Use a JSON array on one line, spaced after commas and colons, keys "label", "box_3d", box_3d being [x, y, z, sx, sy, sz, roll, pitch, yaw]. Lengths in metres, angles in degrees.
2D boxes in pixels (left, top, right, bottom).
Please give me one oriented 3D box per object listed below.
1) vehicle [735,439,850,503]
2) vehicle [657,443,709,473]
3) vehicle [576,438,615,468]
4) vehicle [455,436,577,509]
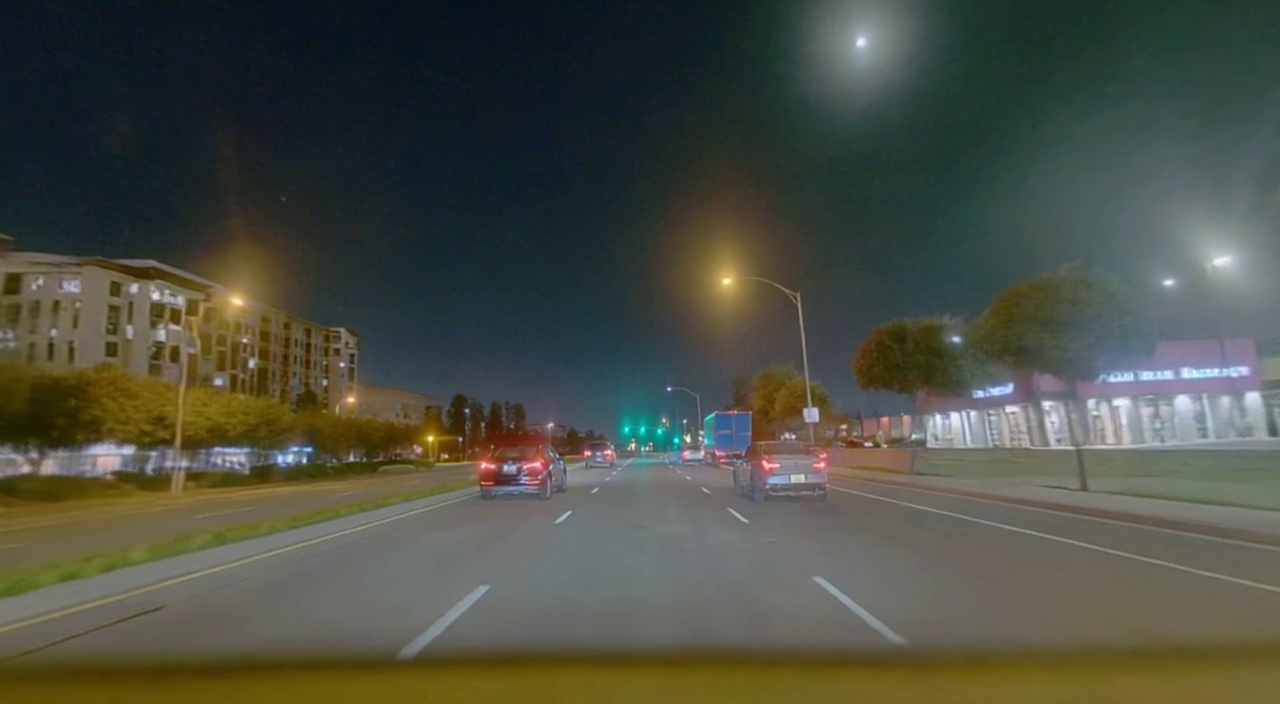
[{"label": "vehicle", "box_3d": [3.812, 3.044, 16.559, 1.972, 1.452, 4.189, 0, -8, 0]}, {"label": "vehicle", "box_3d": [2.154, 5.536, 33.074, 2.020, 1.461, 4.326, 1, -9, -5]}, {"label": "vehicle", "box_3d": [-2.758, 6.457, 40.302, 2.137, 1.796, 4.304, 0, -8, 1]}, {"label": "vehicle", "box_3d": [-2.846, 2.871, 15.536, 2.003, 1.509, 4.396, -1, -9, 2]}]
